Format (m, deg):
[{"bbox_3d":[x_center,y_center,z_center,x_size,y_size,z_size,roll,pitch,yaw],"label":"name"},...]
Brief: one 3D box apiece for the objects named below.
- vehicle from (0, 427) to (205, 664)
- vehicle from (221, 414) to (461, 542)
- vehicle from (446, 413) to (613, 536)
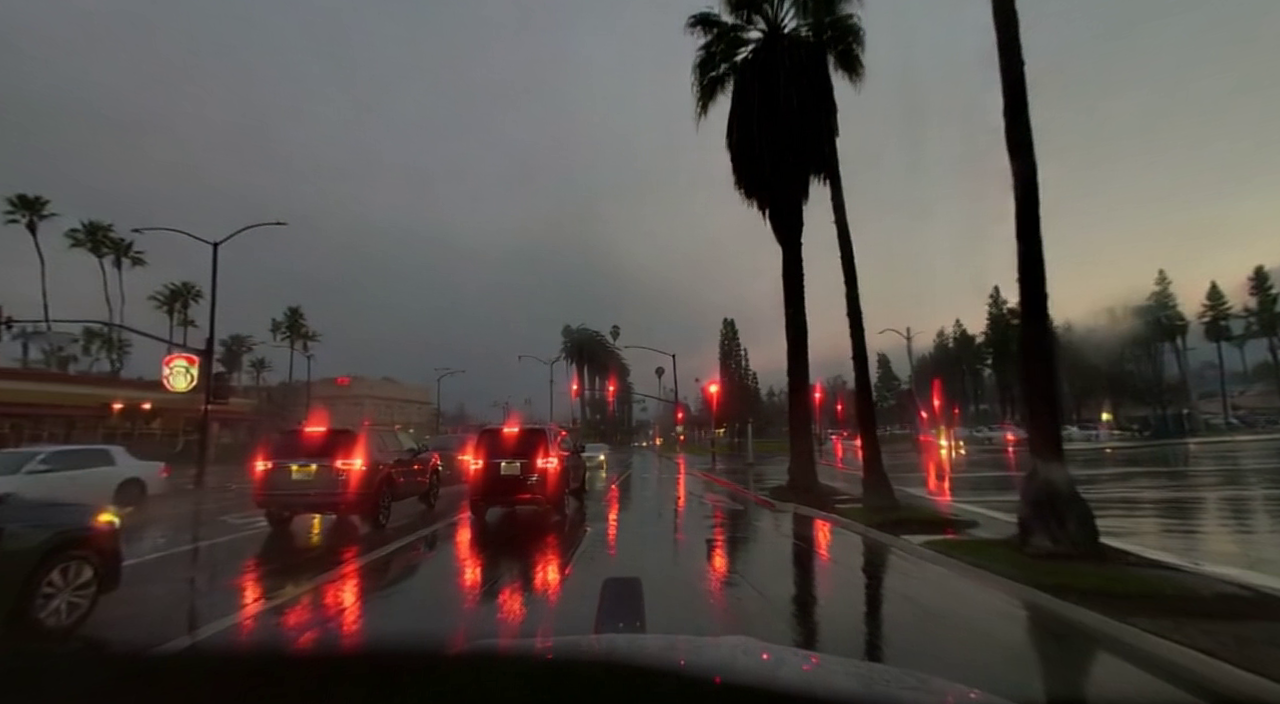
[{"bbox_3d":[-5.234,1.223,3.735,1.885,1.567,4.775,0,-9,1],"label":"vehicle"},{"bbox_3d":[-5.116,2.227,11.802,2.025,1.862,4.804,0,-9,1],"label":"vehicle"},{"bbox_3d":[-1.689,2.097,11.352,2.153,1.759,4.320,0,-9,1],"label":"vehicle"}]
